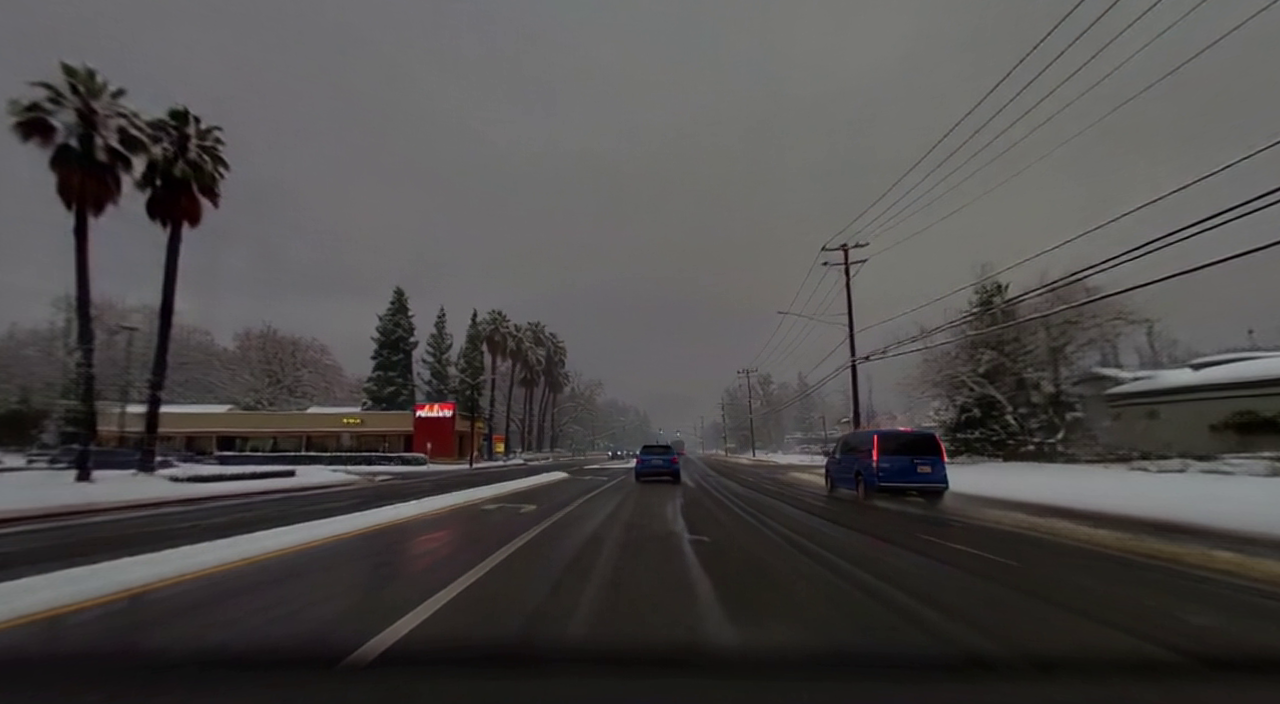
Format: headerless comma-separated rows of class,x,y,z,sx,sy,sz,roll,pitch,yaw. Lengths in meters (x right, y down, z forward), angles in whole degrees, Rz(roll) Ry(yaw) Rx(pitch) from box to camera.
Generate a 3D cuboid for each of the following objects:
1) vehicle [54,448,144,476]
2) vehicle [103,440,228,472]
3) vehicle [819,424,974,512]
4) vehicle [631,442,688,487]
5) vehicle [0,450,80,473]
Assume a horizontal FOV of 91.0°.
vehicle,-37.120,7.527,43.382,1.861,1.516,4.647,-4,-7,6
vehicle,-24.118,5.286,32.123,4.942,1.557,2.032,-1,-9,7
vehicle,6.356,2.926,16.286,2.107,1.928,4.471,0,-9,0
vehicle,0.795,4.585,25.894,2.138,1.672,4.168,0,-9,2
vehicle,-42.654,7.733,44.618,1.778,1.486,4.139,-1,-9,9
